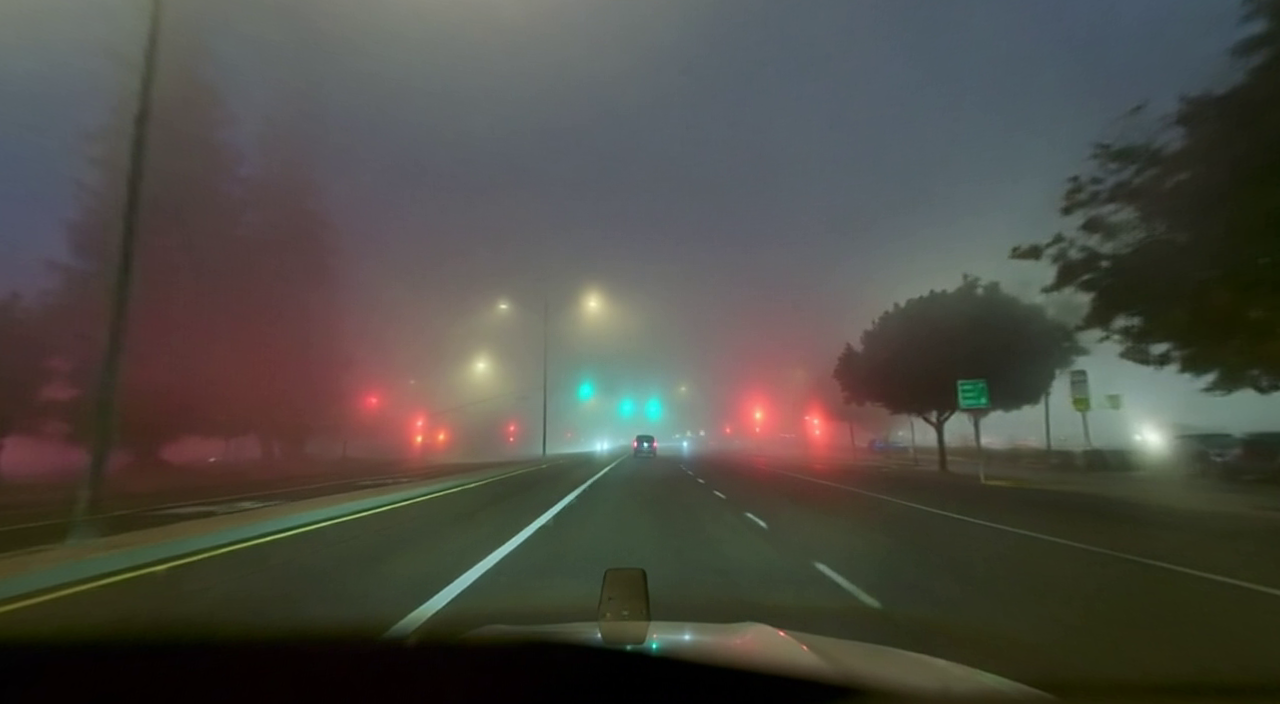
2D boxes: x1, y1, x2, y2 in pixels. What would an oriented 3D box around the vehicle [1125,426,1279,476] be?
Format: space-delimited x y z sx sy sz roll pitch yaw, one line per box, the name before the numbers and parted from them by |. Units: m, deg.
vehicle | 19.158 3.318 21.402 1.842 1.495 4.474 -1 -8 2
